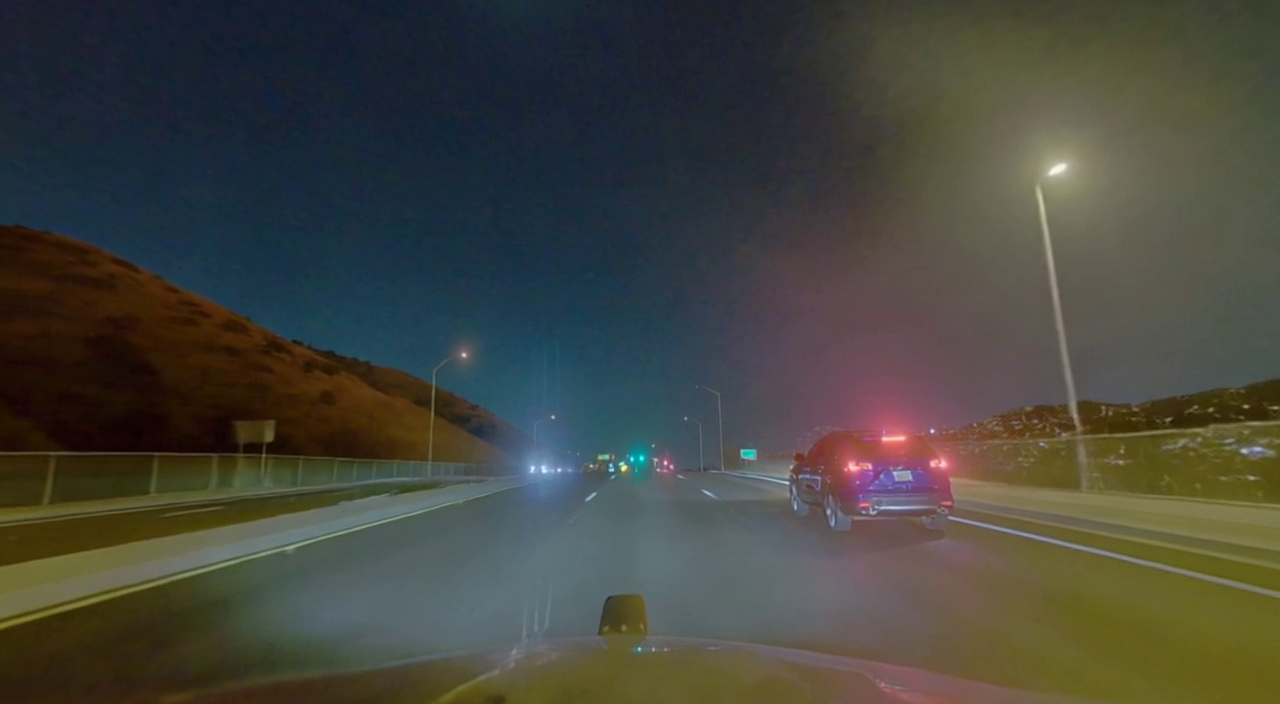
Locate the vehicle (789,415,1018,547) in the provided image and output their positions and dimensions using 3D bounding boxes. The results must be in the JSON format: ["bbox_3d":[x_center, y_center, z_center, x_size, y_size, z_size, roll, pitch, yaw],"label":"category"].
[{"bbox_3d":[4.003,2.031,10.563,1.989,1.730,4.324,0,-8,1],"label":"vehicle"}]
